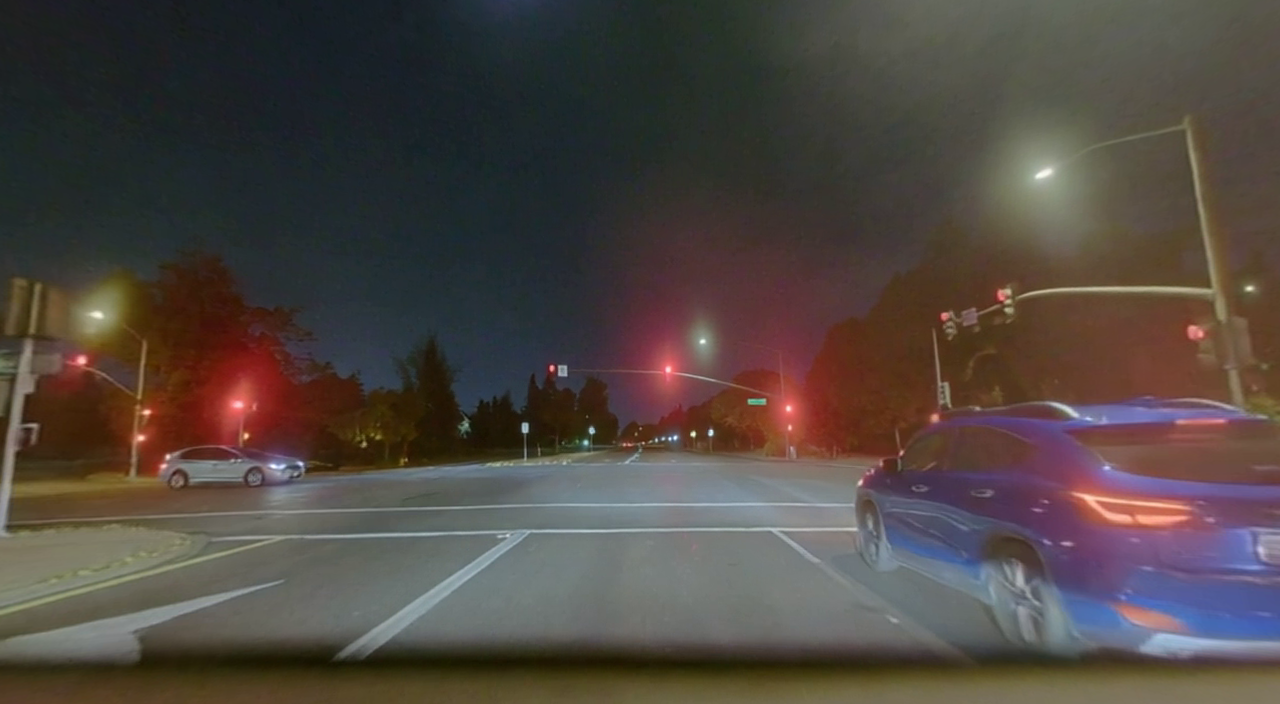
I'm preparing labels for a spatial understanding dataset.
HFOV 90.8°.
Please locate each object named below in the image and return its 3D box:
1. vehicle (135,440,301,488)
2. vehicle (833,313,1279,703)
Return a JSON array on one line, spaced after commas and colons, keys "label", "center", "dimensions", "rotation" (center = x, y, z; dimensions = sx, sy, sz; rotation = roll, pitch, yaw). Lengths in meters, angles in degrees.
[{"label": "vehicle", "center": [-15.661, 4.175, 23.795], "dimensions": [4.737, 1.659, 2.042], "rotation": [3, -9, -18]}, {"label": "vehicle", "center": [3.457, 1.094, 4.960], "dimensions": [2.229, 1.795, 4.927], "rotation": [0, -9, -1]}]
